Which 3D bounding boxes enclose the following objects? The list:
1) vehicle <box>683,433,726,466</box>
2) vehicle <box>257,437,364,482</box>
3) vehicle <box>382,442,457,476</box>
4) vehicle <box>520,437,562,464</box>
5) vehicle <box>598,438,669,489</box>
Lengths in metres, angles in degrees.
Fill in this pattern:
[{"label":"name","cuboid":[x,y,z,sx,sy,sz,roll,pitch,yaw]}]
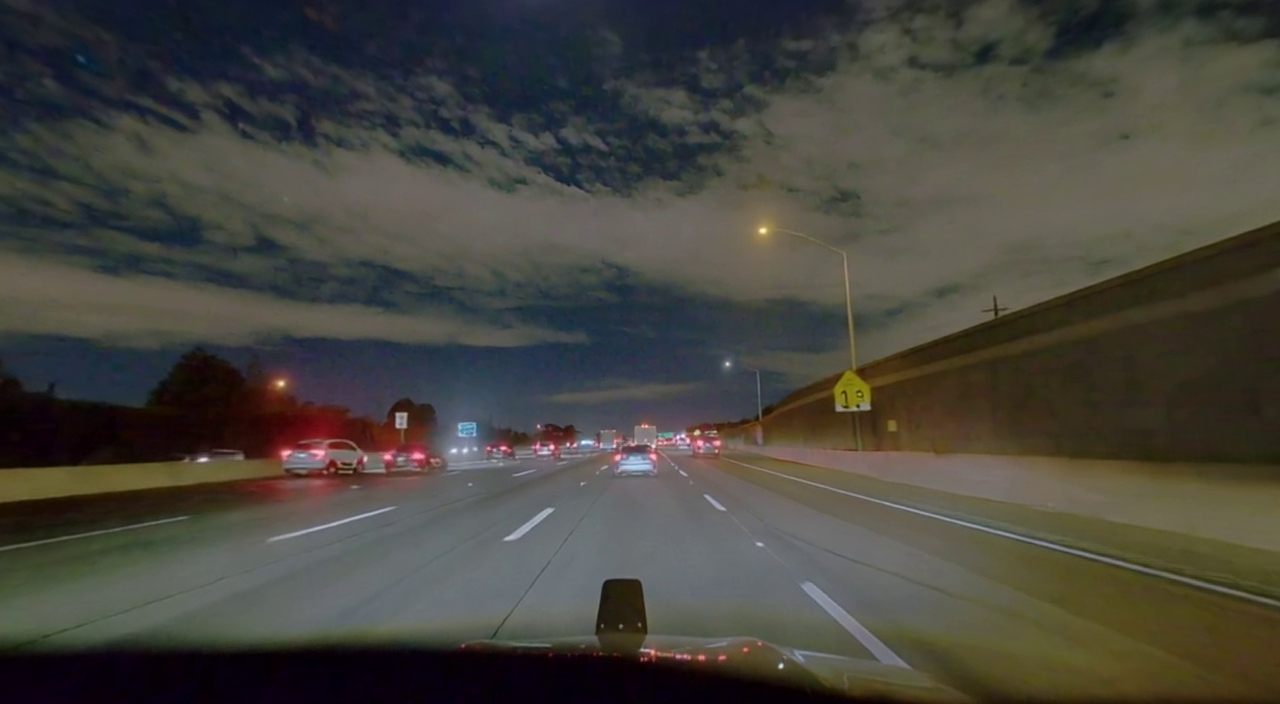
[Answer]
[{"label":"vehicle","cuboid":[3.678,5.622,36.581,2.001,1.771,4.250,0,-8,-1]},{"label":"vehicle","cuboid":[-13.667,4.487,26.534,2.045,1.712,4.457,0,-8,1]},{"label":"vehicle","cuboid":[-10.391,5.058,30.109,1.961,1.510,4.260,0,-8,1]},{"label":"vehicle","cuboid":[-6.521,6.579,42.146,2.060,1.669,4.242,0,-8,1]},{"label":"vehicle","cuboid":[-0.146,3.555,20.503,2.042,1.446,4.269,0,-8,1]}]
